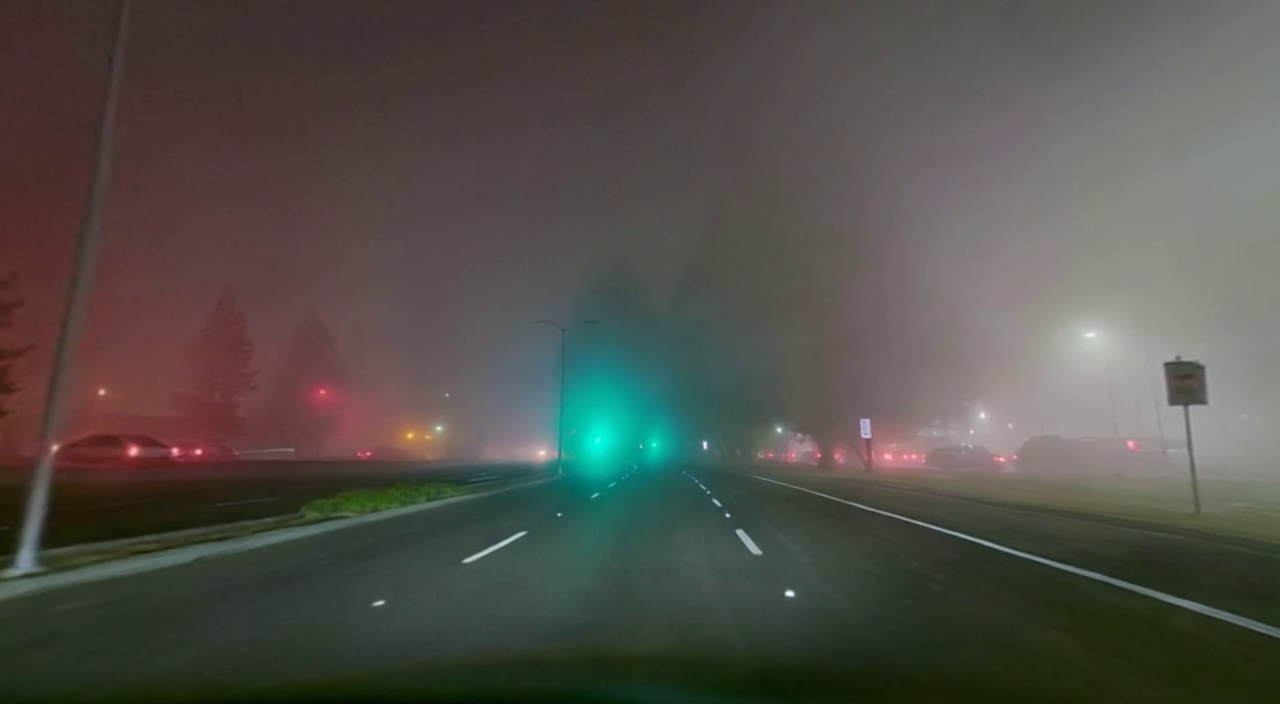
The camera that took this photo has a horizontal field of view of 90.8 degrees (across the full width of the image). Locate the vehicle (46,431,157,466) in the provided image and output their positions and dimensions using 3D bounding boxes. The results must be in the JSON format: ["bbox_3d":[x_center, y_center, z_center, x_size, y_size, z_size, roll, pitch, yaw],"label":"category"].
[{"bbox_3d":[-32.918,5.926,38.778,4.579,1.962,2.161,1,-9,-16],"label":"vehicle"}]
